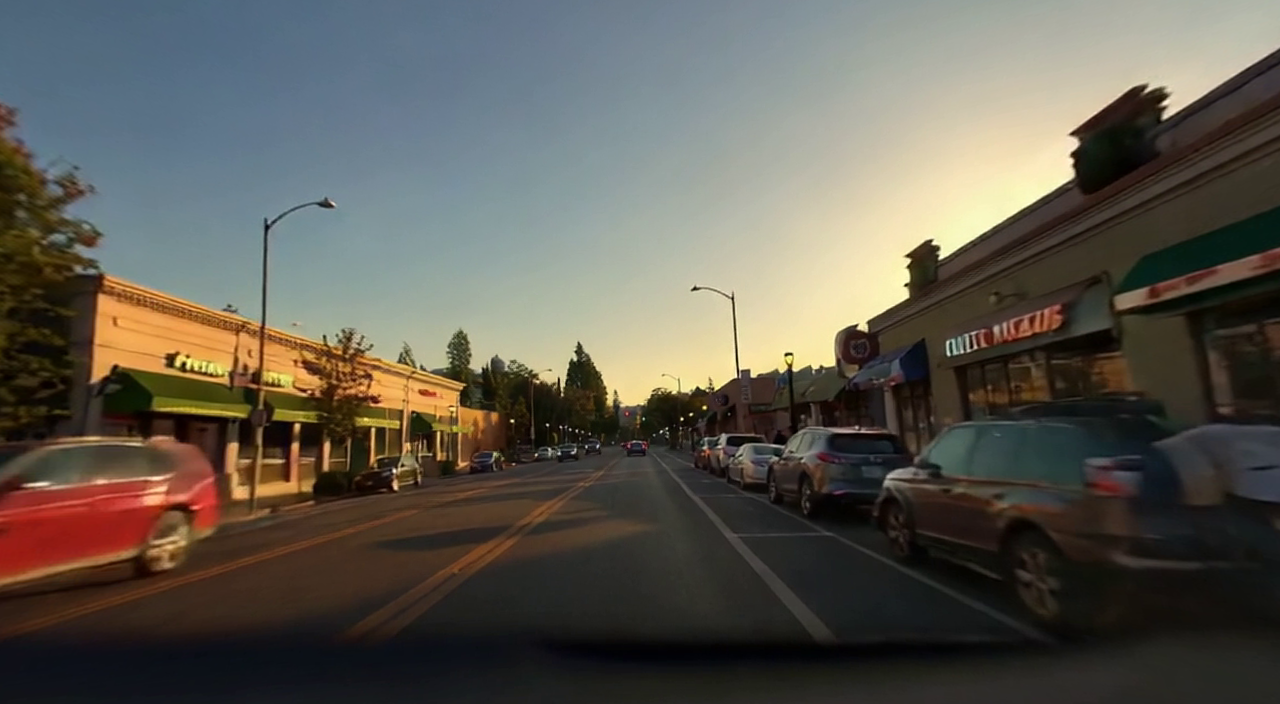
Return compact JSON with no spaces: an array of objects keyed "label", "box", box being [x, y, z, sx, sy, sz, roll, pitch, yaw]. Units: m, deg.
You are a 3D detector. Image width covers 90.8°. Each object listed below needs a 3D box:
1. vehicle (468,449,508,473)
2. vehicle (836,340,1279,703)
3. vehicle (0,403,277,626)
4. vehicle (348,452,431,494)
[{"label":"vehicle","box":[-10.555,7.569,44.061,1.846,1.463,4.206,0,-8,-1]},{"label":"vehicle","box":[3.897,1.304,5.992,2.164,1.880,6.057,-1,-8,1]},{"label":"vehicle","box":[-6.399,1.600,6.860,2.098,1.838,4.718,-1,-8,0]},{"label":"vehicle","box":[-10.797,5.204,27.533,1.930,1.621,3.853,-1,-8,2]}]
